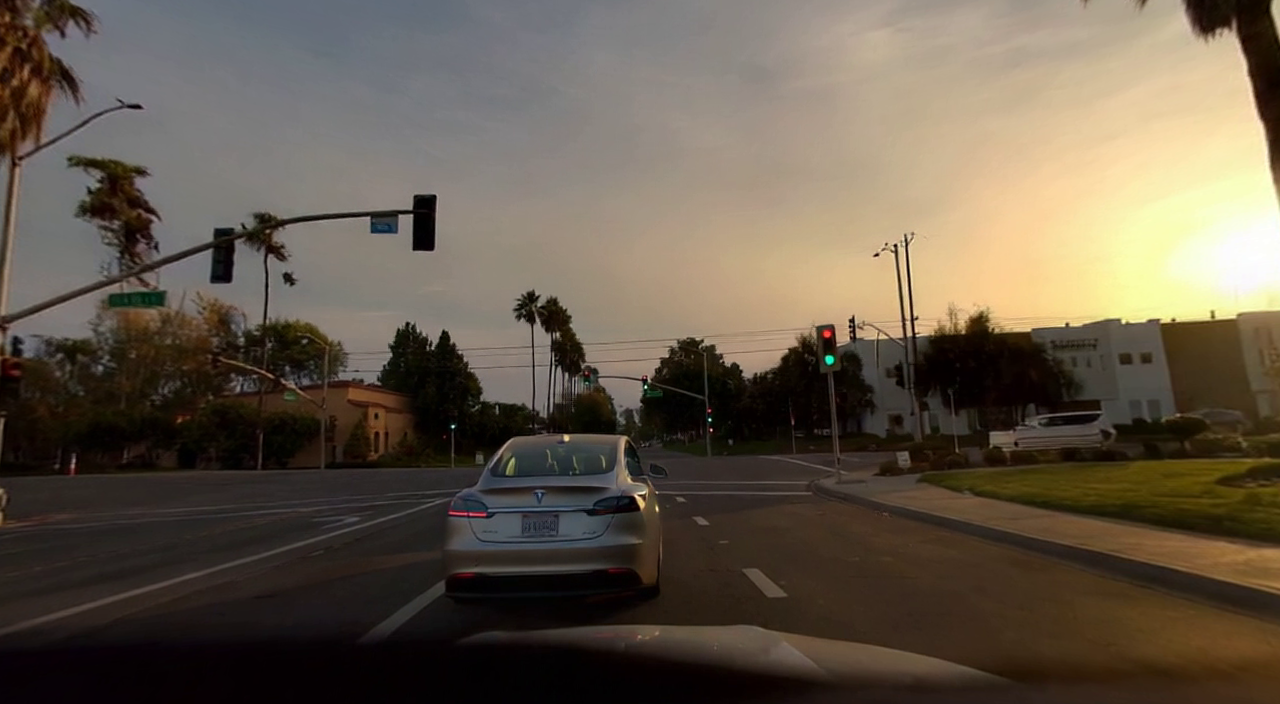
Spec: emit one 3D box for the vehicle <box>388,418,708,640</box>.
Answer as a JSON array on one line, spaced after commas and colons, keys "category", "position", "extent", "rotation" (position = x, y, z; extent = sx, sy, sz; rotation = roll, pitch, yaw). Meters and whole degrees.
[{"category": "vehicle", "position": [-0.652, 1.514, 6.464], "extent": [2.152, 1.478, 4.229], "rotation": [0, -8, -1]}]
